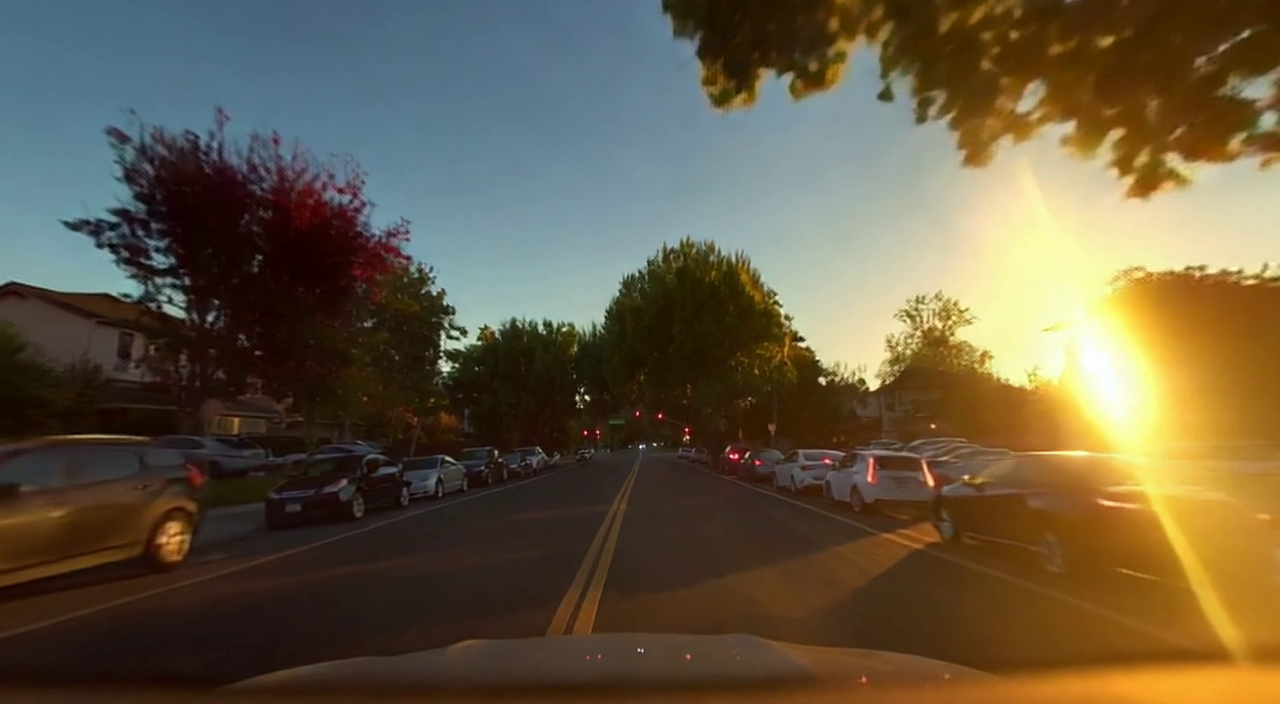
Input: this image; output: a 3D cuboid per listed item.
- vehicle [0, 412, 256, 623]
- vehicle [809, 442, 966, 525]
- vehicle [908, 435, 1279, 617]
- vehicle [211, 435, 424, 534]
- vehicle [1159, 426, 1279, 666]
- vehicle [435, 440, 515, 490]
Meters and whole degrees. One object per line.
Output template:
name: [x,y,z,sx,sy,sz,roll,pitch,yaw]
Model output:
vehicle: [-6.434,1.547,6.116,2.033,1.759,5.372,-1,-9,0]
vehicle: [5.059,2.714,13.577,1.729,1.479,4.101,0,-9,0]
vehicle: [5.143,1.813,7.646,1.747,1.486,4.672,0,-9,0]
vehicle: [-6.331,2.628,13.205,1.947,1.665,4.716,0,-9,0]
vehicle: [4.950,1.000,2.508,1.861,1.490,4.619,0,-9,0]
vehicle: [-6.262,4.336,24.536,1.904,1.727,4.530,0,-9,-1]
